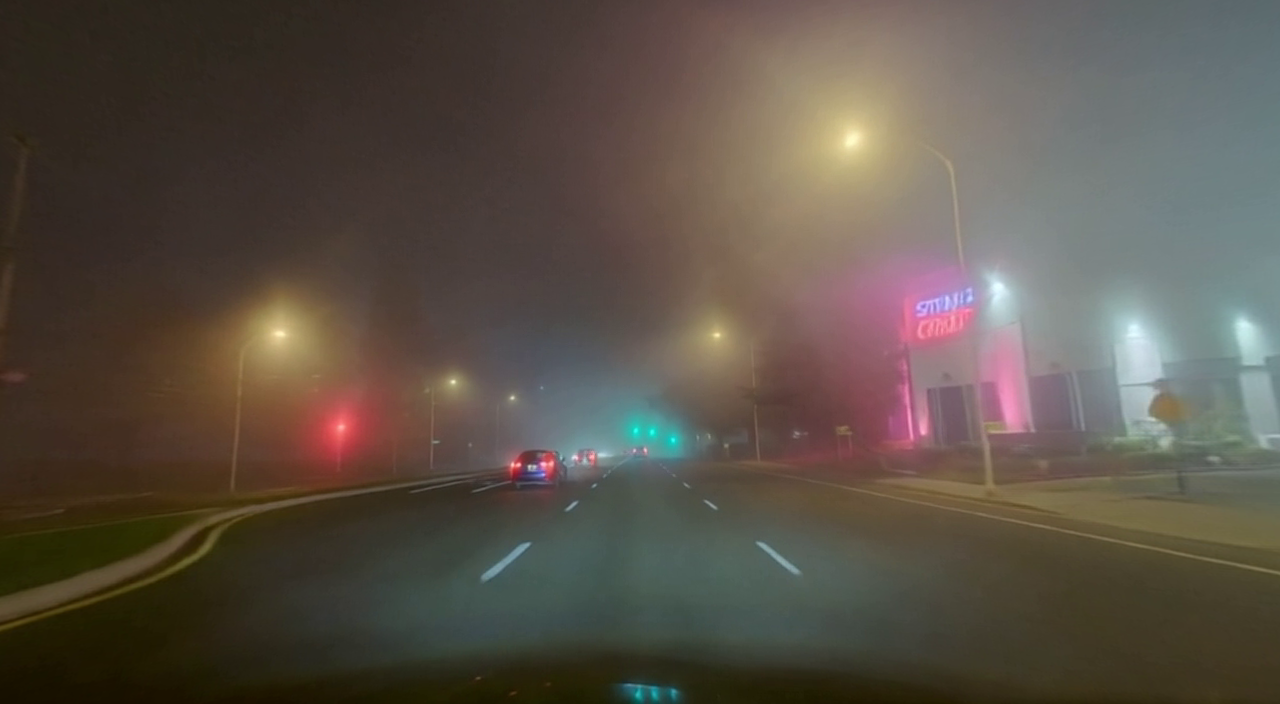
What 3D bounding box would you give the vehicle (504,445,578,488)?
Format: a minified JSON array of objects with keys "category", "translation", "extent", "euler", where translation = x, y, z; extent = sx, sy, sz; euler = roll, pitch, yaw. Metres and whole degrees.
[{"category":"vehicle","translation":[-3.613,4.264,23.744],"extent":[2.076,1.444,4.328],"euler":[0,-9,0]}]
